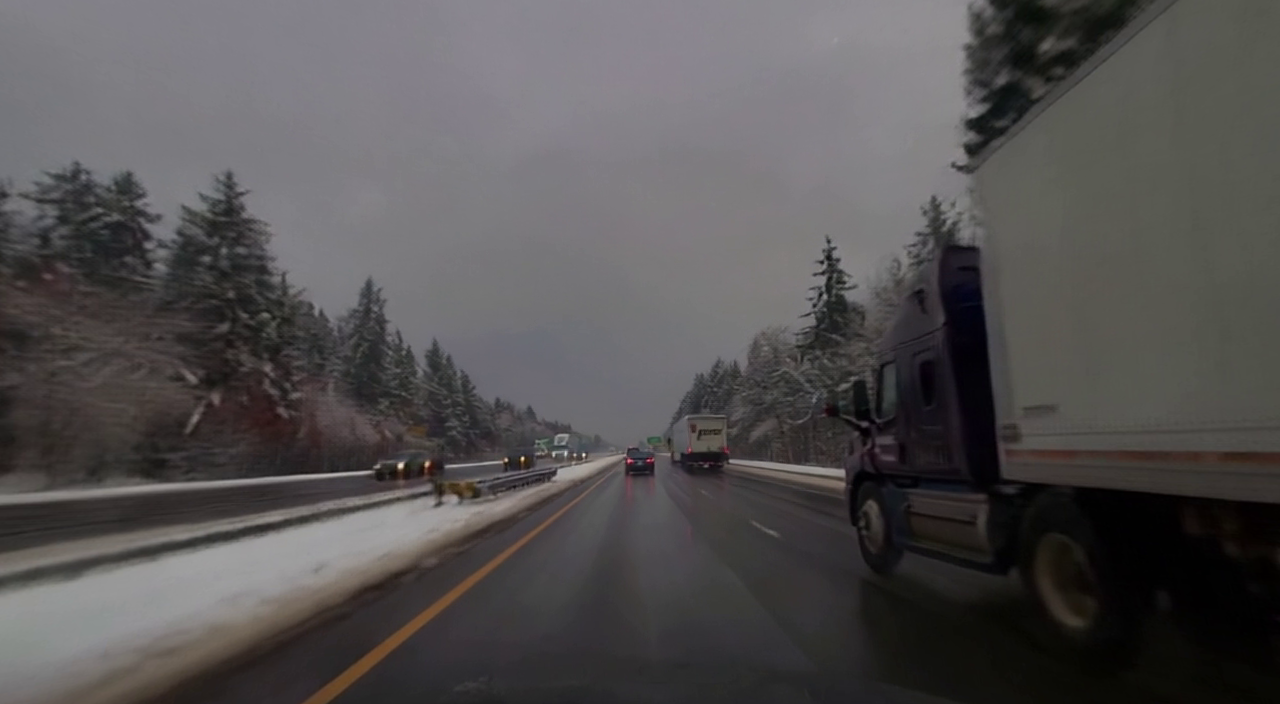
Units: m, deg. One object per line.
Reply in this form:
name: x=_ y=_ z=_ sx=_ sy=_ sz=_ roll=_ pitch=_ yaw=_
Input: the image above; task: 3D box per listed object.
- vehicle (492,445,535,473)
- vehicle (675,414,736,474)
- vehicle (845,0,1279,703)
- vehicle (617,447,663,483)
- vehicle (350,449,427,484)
vehicle: x=-8.202 y=6.990 z=41.192 sx=2.028 sy=1.702 sz=3.667 roll=0 pitch=-9 yaw=1
vehicle: x=4.435 y=6.707 z=45.598 sx=2.885 sy=3.679 sz=12.102 roll=0 pitch=-9 yaw=-1
vehicle: x=4.512 y=0.269 z=5.890 sx=3.041 sy=3.923 sz=6.030 roll=0 pitch=-9 yaw=0
vehicle: x=0.021 y=5.018 z=28.287 sx=1.939 sy=1.495 sz=3.612 roll=0 pitch=-9 yaw=0
vehicle: x=-12.378 y=5.632 z=31.378 sx=1.922 sy=1.586 sz=4.633 roll=0 pitch=-9 yaw=0
